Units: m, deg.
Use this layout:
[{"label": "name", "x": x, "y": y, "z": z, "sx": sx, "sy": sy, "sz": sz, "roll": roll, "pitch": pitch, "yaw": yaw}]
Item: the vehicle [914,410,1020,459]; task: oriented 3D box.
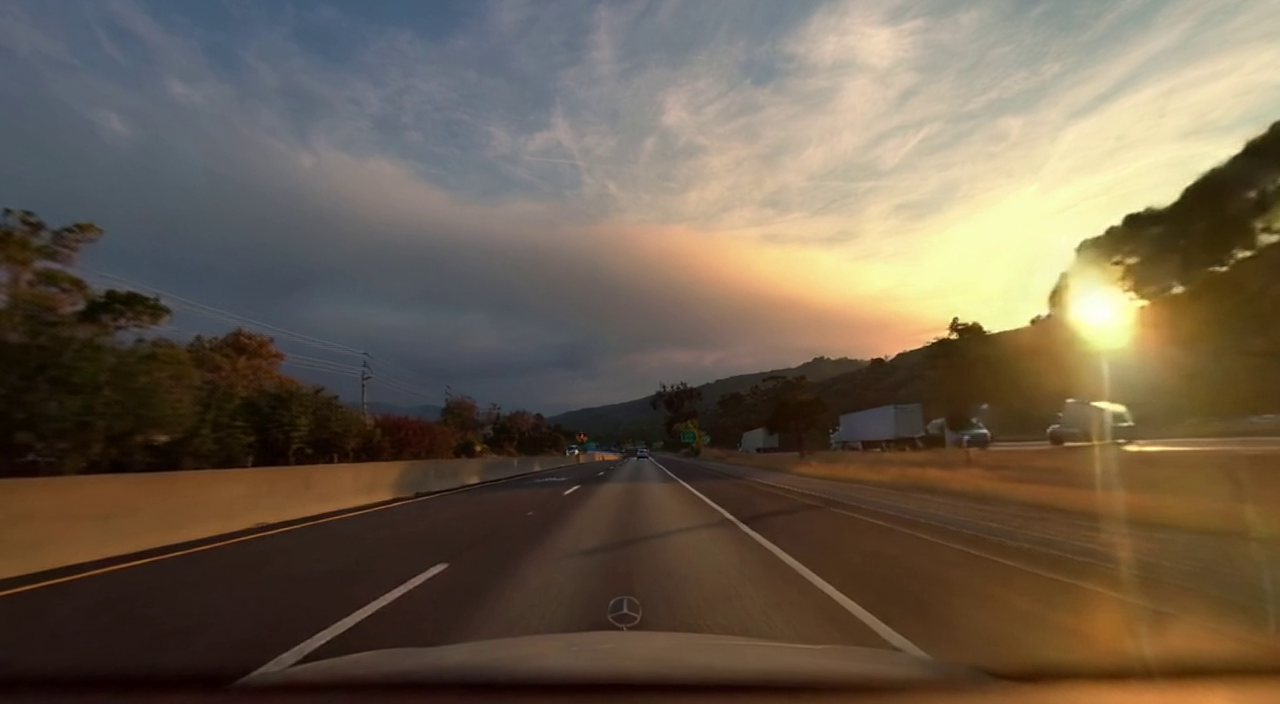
[{"label": "vehicle", "x": 20.786, "y": 5.420, "z": 40.683, "sx": 2.558, "sy": 2.886, "sz": 7.552, "roll": 0, "pitch": -9, "yaw": -2}]
